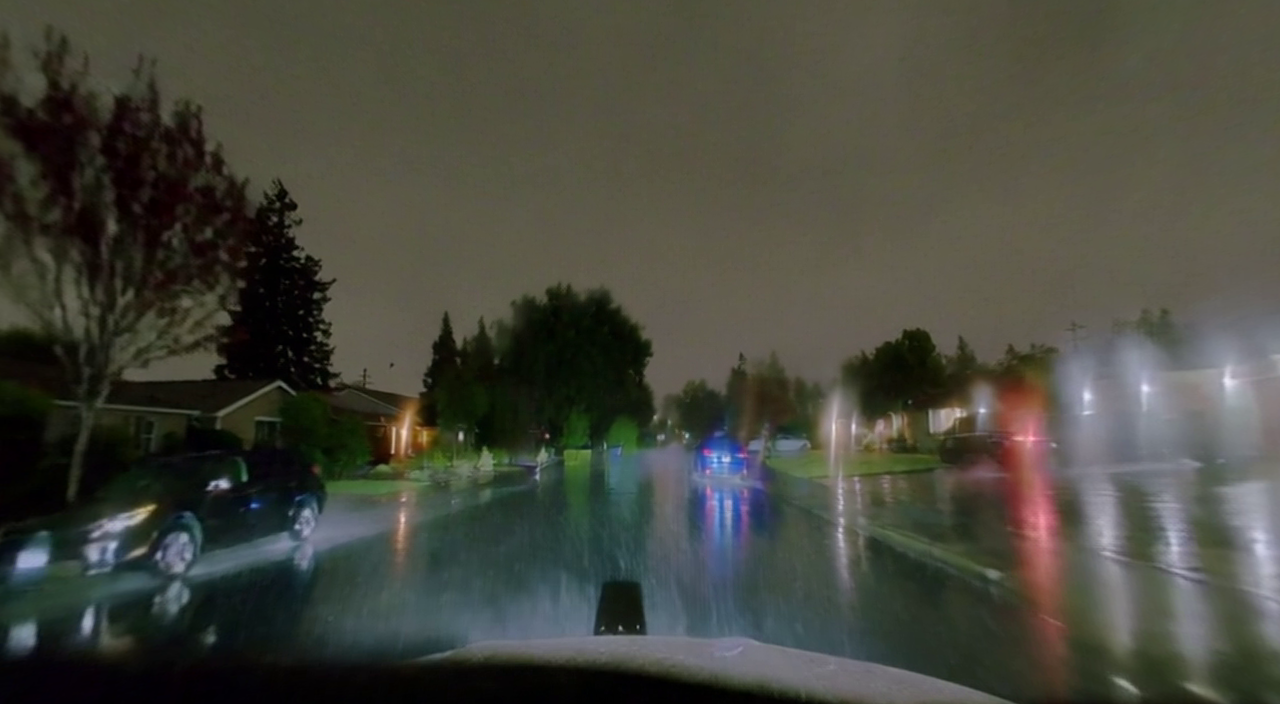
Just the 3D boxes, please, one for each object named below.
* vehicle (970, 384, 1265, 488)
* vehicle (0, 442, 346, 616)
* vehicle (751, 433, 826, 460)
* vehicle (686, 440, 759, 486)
[{"bbox_3d":[11.115,2.018,15.018,5.097,1.824,2.113,-5,-9,1],"label":"vehicle"},{"bbox_3d":[-6.013,2.016,8.292,1.995,1.608,4.596,0,-8,1],"label":"vehicle"},{"bbox_3d":[10.416,6.659,44.304,4.710,1.512,1.894,-5,-9,1],"label":"vehicle"},{"bbox_3d":[2.832,3.915,22.533,2.006,1.494,4.211,0,-8,0],"label":"vehicle"}]
